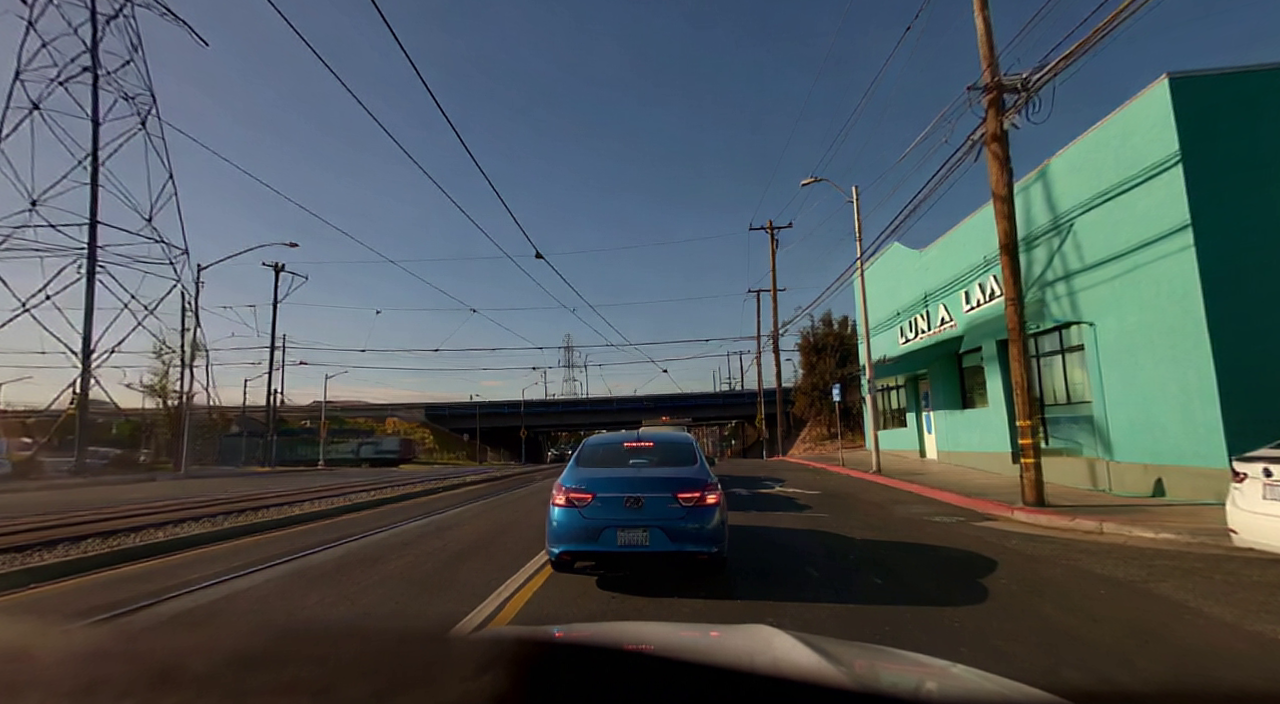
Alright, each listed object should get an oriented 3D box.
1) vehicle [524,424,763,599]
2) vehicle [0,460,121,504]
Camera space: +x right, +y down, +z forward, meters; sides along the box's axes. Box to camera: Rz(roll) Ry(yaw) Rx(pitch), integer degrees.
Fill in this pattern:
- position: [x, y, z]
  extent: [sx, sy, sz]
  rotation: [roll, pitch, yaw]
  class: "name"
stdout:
- position: [0.119, 1.711, 7.625]
  extent: [2.090, 1.518, 4.033]
  rotation: [-1, -9, 3]
  class: "vehicle"
- position: [-21.904, 4.688, 22.862]
  extent: [4.566, 1.453, 1.935]
  rotation: [-1, -9, 5]
  class: "vehicle"
